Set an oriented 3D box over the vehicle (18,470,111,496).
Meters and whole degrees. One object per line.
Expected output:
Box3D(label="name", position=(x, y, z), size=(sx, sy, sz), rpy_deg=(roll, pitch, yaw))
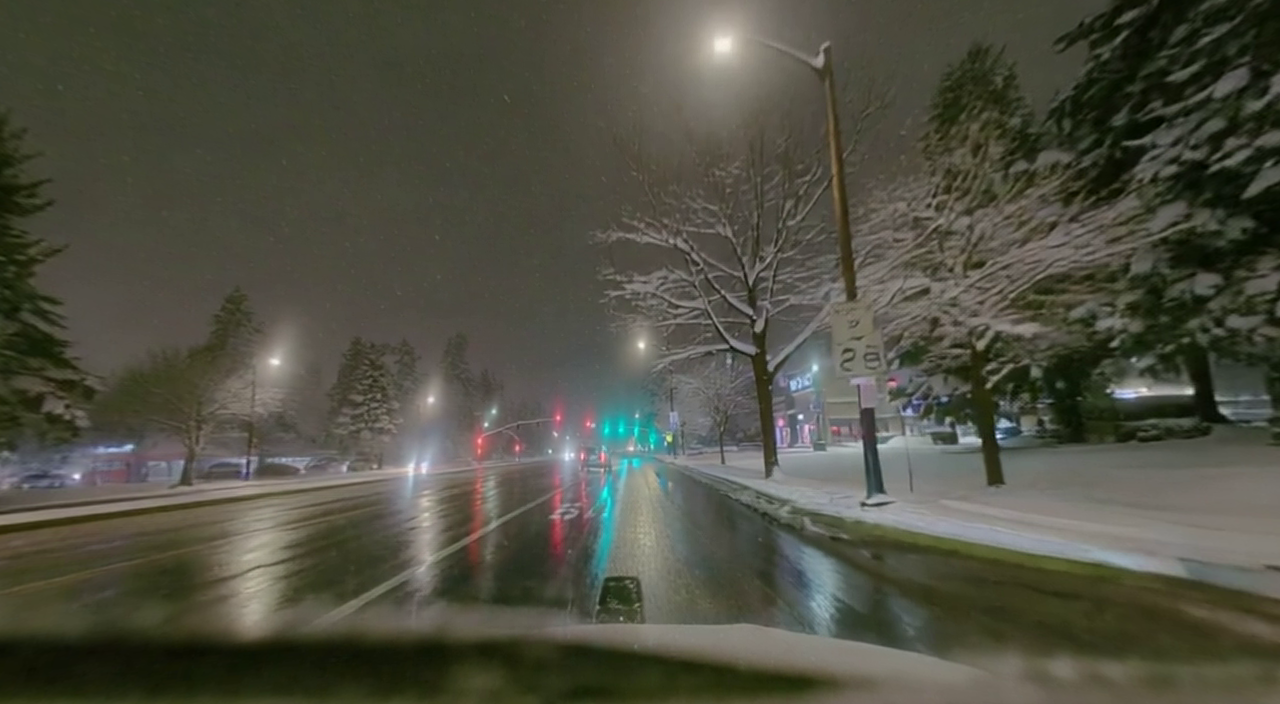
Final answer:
Box3D(label="vehicle", position=(-38.149, 8.681, 41.947), size=(4.234, 1.461, 1.904), rpy_deg=(0, -7, -3))
